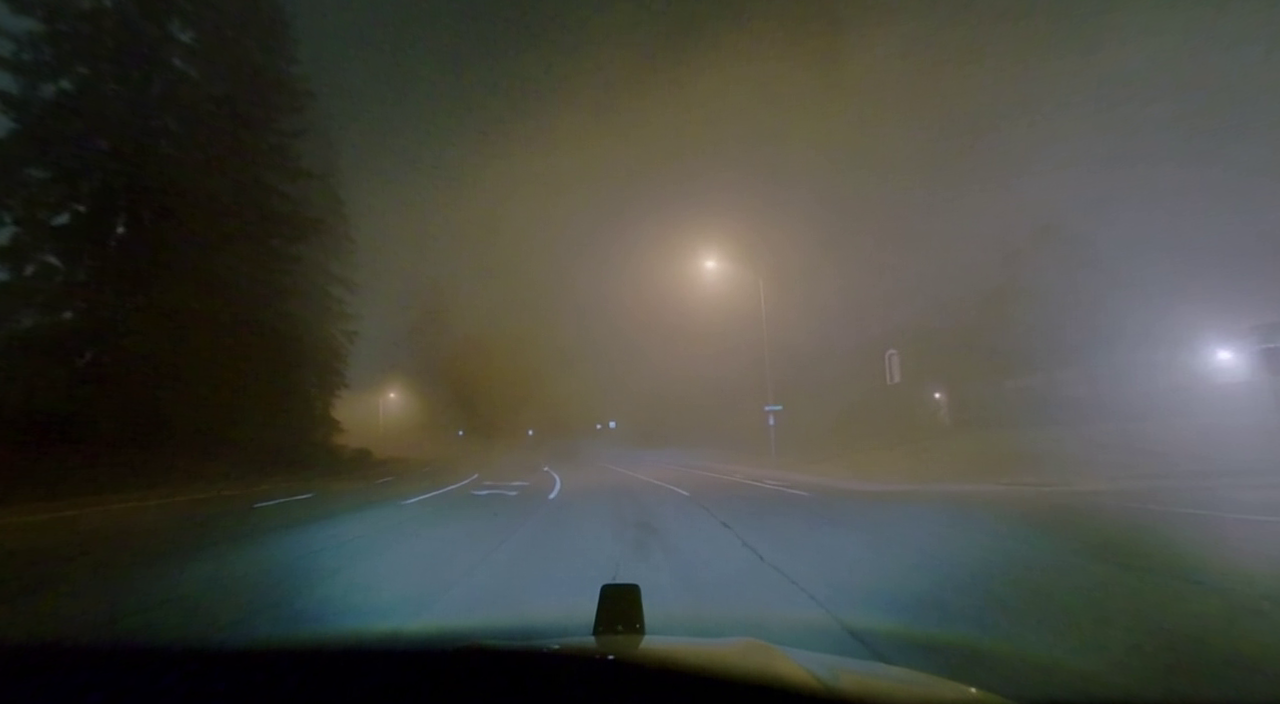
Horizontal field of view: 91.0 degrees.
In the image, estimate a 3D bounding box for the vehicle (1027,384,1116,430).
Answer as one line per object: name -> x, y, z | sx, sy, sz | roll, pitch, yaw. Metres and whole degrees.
vehicle -> 19.128, 2.513, 27.847 | 4.740, 1.779, 2.023 | 8, -11, -41
